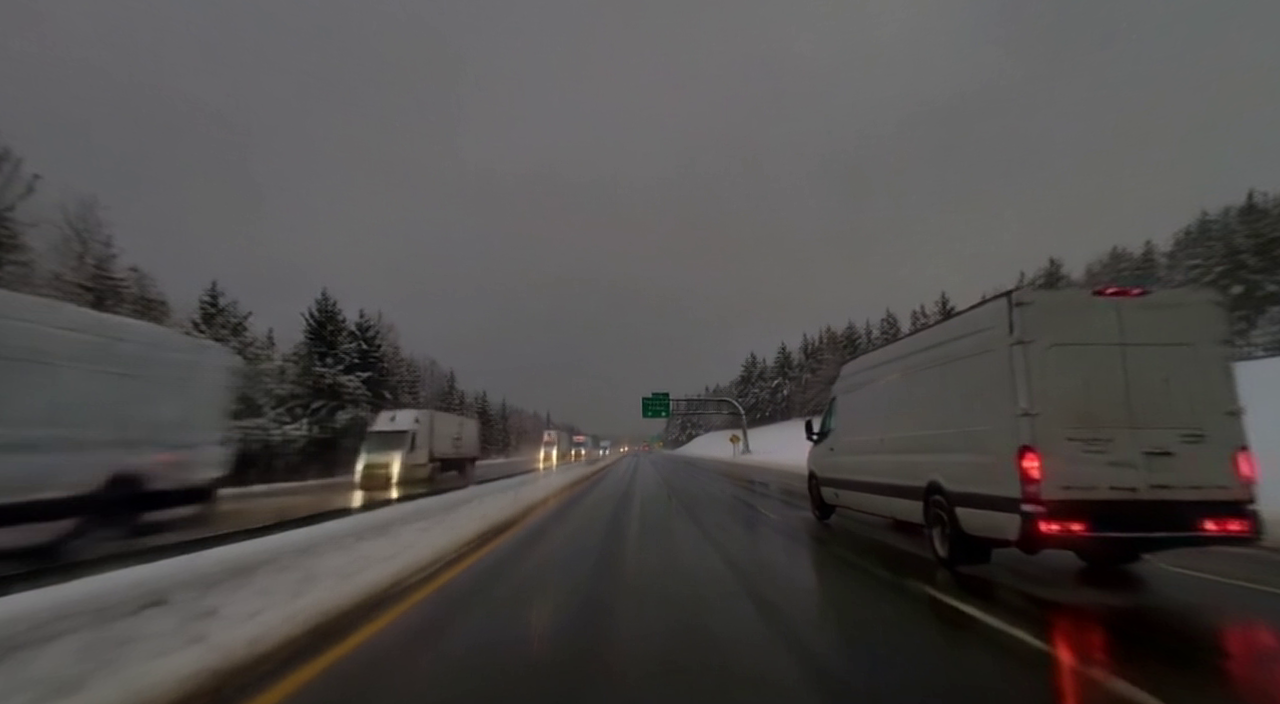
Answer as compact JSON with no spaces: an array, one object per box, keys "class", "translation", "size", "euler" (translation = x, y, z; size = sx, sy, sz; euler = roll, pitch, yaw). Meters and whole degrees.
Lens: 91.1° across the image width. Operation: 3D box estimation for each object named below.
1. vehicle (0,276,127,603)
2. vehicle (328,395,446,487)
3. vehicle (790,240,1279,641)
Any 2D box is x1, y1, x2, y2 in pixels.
[{"class":"vehicle","translation":[-8.463,0.656,4.864],"size":[2.965,3.546,7.119],"euler":[-1,-9,-2]},{"class":"vehicle","translation":[-12.600,4.588,32.183],"size":[3.164,4.219,6.685],"euler":[0,-9,0]},{"class":"vehicle","translation":[4.053,1.076,7.823],"size":[2.449,2.805,6.763],"euler":[0,-9,-2]}]
